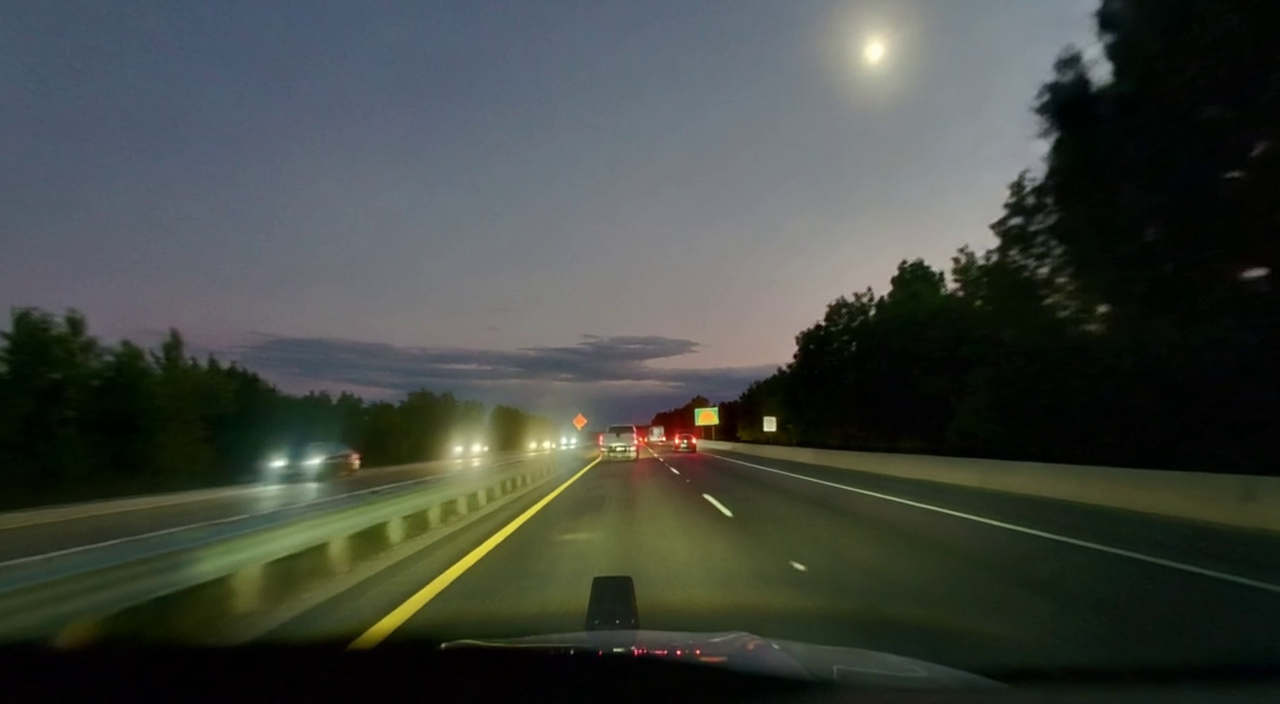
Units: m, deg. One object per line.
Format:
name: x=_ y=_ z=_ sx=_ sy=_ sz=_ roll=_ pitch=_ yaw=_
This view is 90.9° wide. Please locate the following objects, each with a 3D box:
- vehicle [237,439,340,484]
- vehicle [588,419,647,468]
vehicle: x=-14.140 y=4.389 z=25.618 sx=1.878 sy=1.649 sz=3.987 roll=0 pitch=-8 yaw=0
vehicle: x=-1.011 y=4.186 z=29.003 sx=2.503 sy=2.044 sz=4.633 roll=0 pitch=-8 yaw=-1
